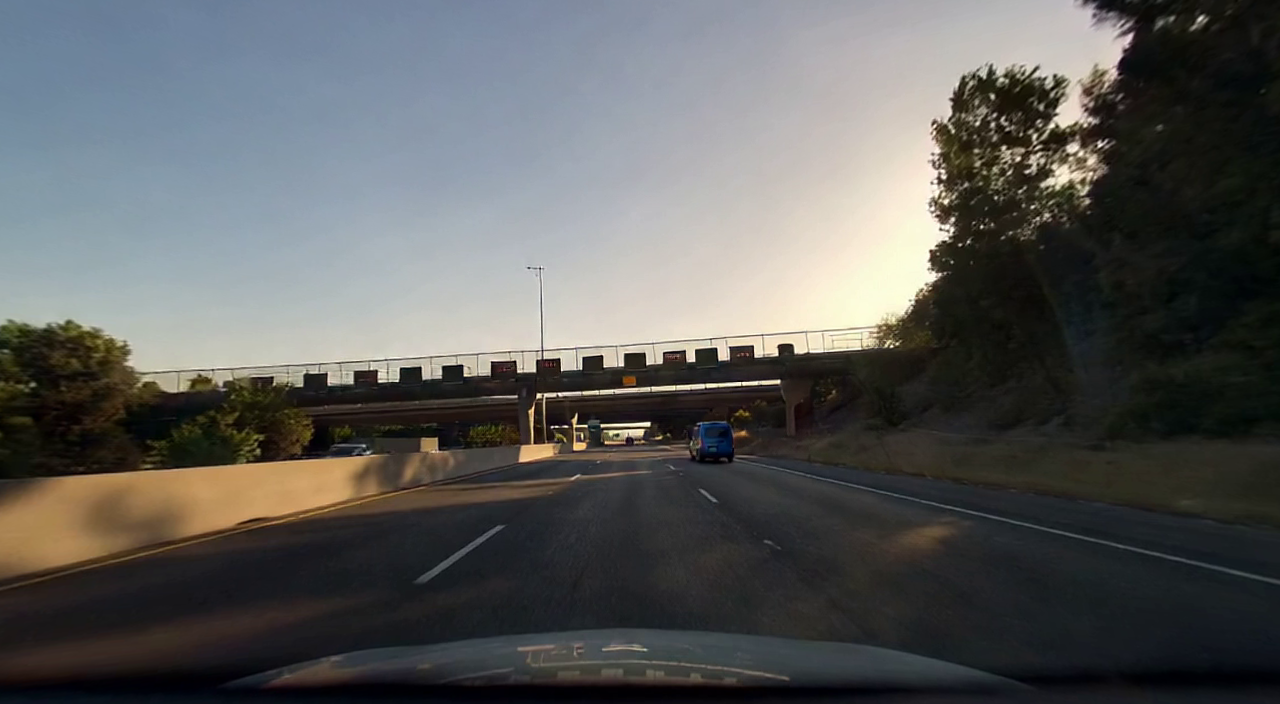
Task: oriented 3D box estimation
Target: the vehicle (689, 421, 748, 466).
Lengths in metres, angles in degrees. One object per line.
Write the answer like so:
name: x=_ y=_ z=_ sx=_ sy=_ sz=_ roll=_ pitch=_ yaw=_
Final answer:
vehicle: x=3.740 y=4.487 z=30.845 sx=2.161 sy=2.002 sz=4.631 roll=0 pitch=-8 yaw=-2
